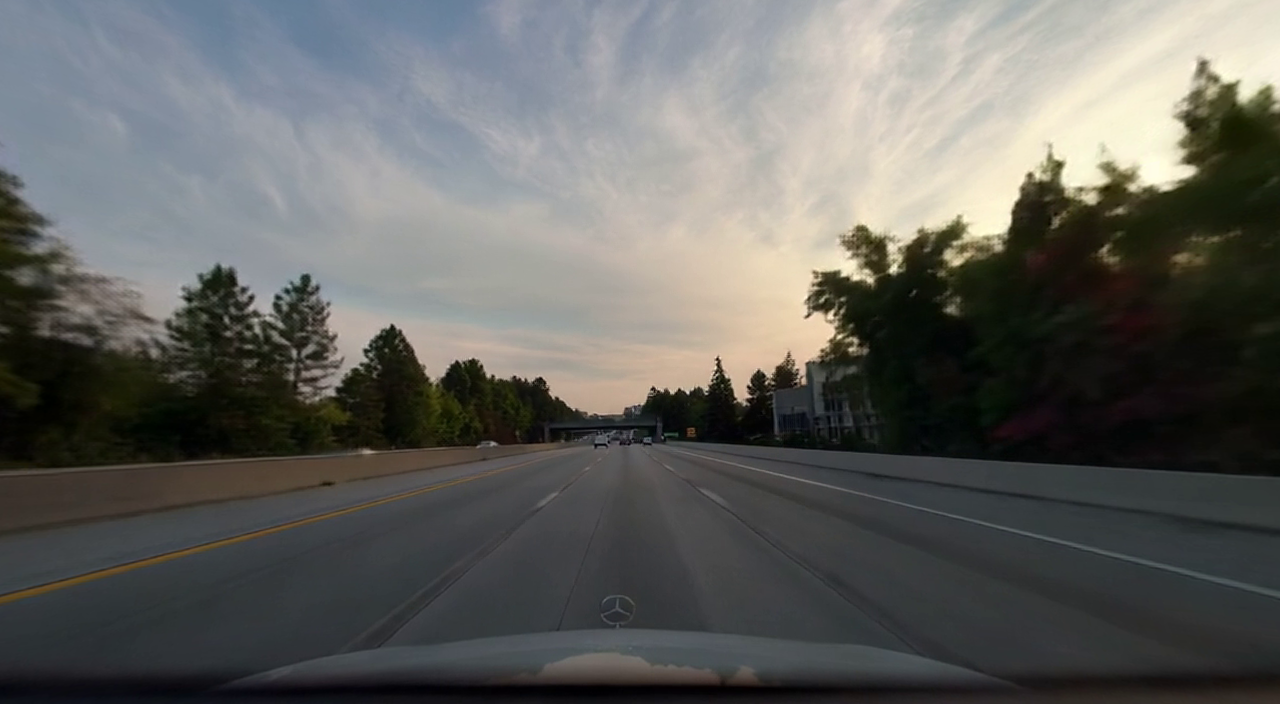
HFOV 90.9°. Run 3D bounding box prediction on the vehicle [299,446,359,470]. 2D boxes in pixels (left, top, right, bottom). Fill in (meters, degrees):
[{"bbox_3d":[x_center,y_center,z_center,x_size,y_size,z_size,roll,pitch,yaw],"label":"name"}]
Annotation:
[{"bbox_3d":[-20.586,7.000,41.861,1.957,1.464,4.090,0,-8,-1],"label":"vehicle"}]
